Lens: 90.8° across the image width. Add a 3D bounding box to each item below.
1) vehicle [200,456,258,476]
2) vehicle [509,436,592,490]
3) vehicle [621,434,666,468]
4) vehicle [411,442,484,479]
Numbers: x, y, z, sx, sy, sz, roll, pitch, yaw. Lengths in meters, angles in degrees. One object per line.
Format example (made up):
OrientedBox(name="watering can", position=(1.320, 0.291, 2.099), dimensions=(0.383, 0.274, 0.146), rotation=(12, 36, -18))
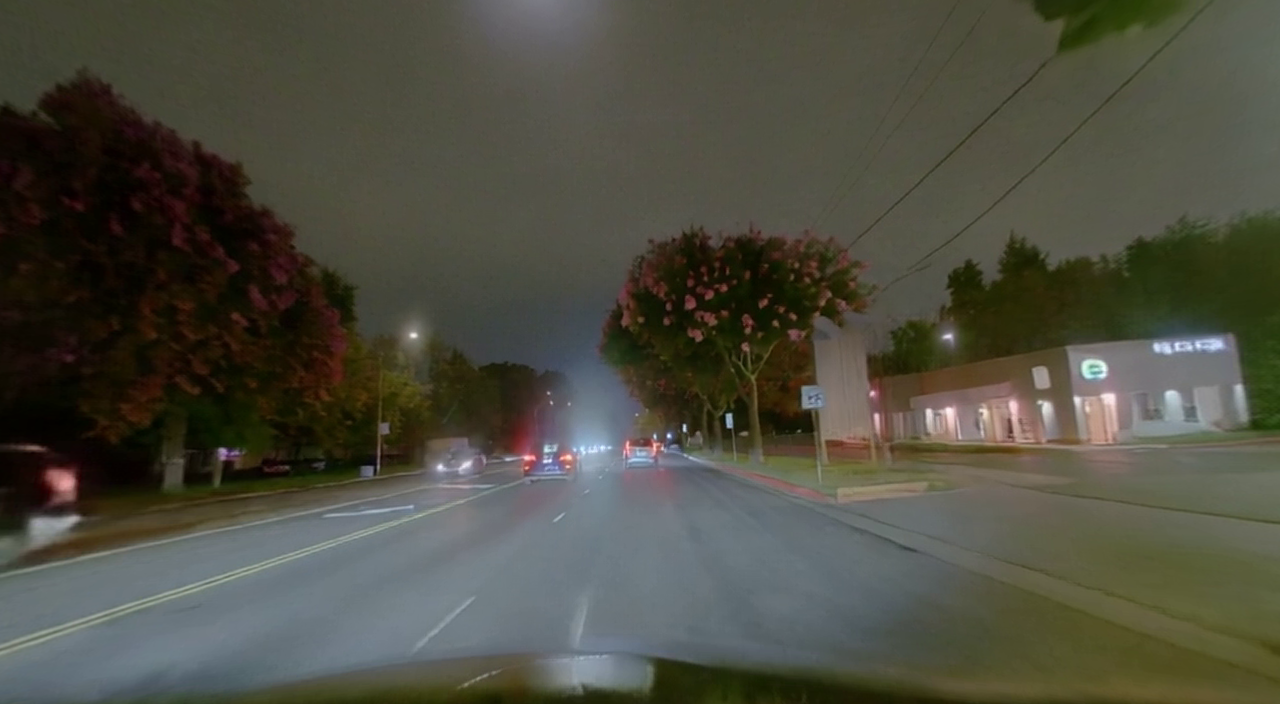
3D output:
OrientedBox(name="vehicle", position=(-31.504, 8.736, 48.504), dimensions=(3.340, 1.400, 1.578), rotation=(-1, -8, -1))
OrientedBox(name="vehicle", position=(-2.912, 3.710, 21.520), dimensions=(2.167, 1.634, 4.220), rotation=(0, -8, 0))
OrientedBox(name="vehicle", position=(0.113, 5.535, 35.500), dimensions=(2.376, 1.801, 4.317), rotation=(0, -8, -1))
OrientedBox(name="vehicle", position=(-9.922, 5.632, 33.055), dimensions=(2.147, 1.741, 5.166), rotation=(0, -8, 0))
